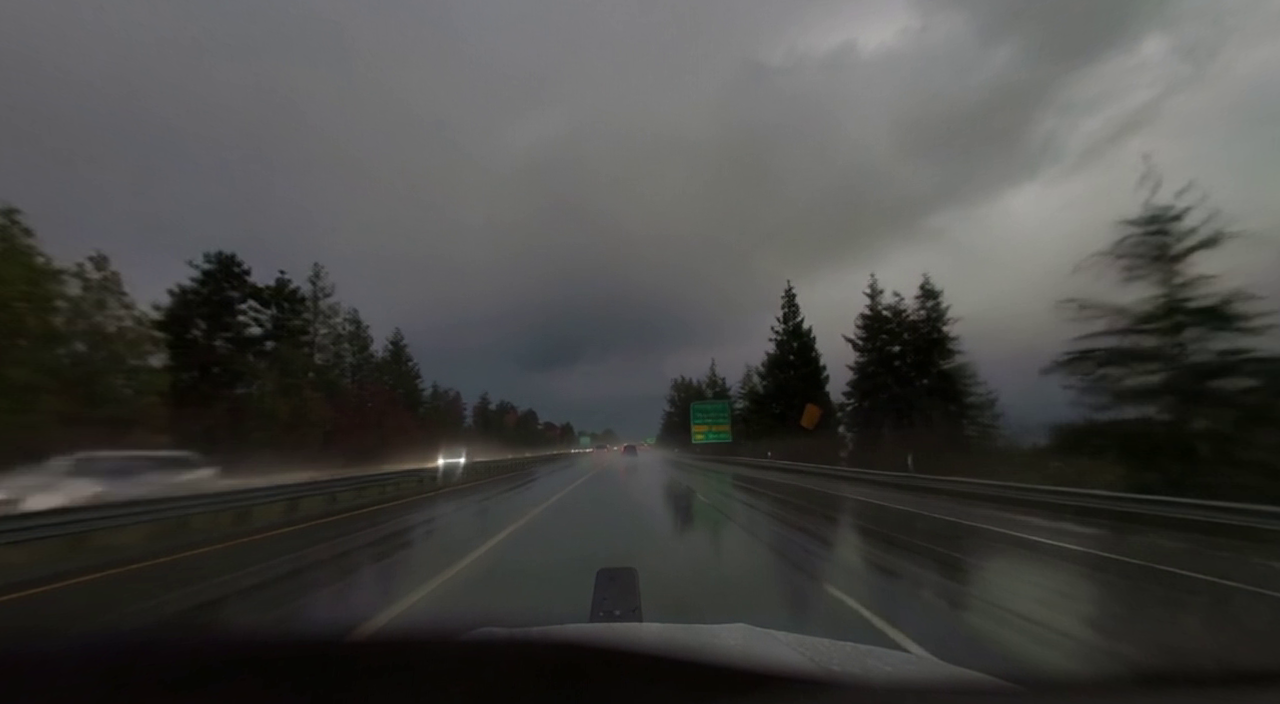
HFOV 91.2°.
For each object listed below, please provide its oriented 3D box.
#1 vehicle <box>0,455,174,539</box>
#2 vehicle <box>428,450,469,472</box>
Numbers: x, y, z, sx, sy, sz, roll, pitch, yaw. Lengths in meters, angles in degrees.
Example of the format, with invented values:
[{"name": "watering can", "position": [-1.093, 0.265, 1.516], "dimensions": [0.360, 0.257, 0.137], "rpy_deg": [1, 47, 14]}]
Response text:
[{"name": "vehicle", "position": [-13.169, 3.106, 13.985], "dimensions": [1.944, 1.518, 4.723], "rpy_deg": [0, -9, -1]}, {"name": "vehicle", "position": [-14.894, 8.470, 48.905], "dimensions": [1.901, 1.609, 4.273], "rpy_deg": [0, -9, -1]}]
